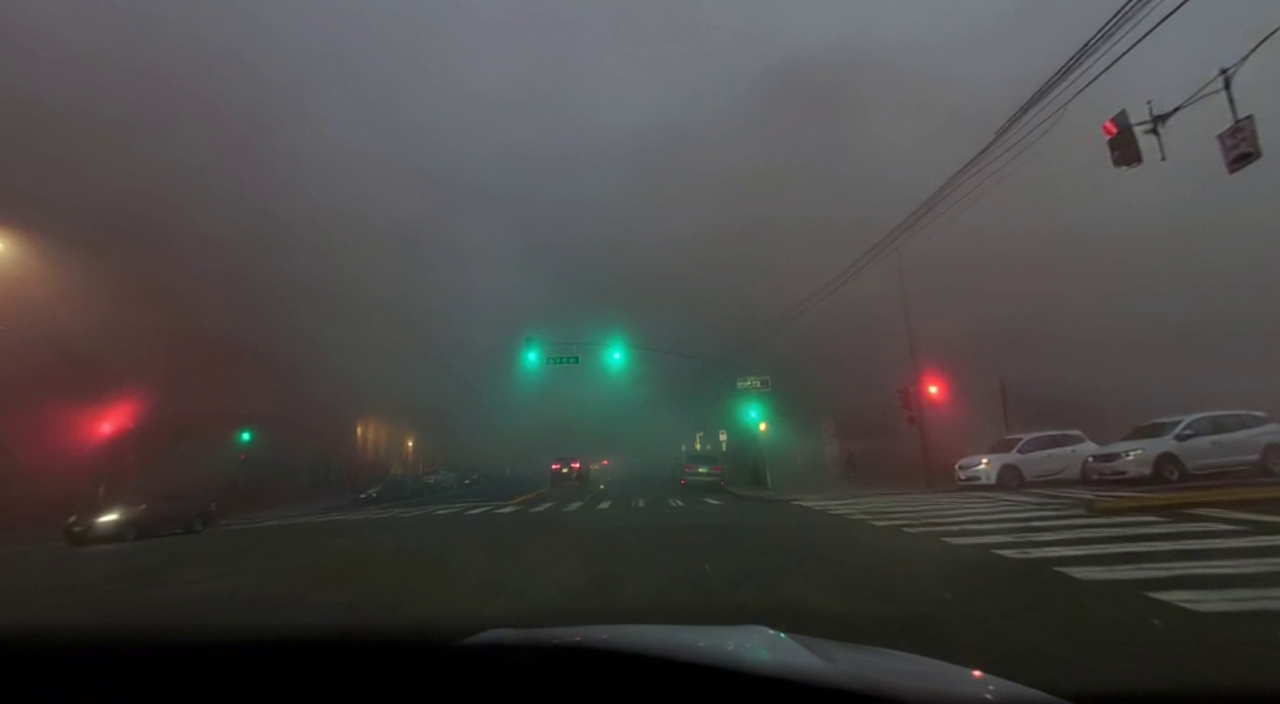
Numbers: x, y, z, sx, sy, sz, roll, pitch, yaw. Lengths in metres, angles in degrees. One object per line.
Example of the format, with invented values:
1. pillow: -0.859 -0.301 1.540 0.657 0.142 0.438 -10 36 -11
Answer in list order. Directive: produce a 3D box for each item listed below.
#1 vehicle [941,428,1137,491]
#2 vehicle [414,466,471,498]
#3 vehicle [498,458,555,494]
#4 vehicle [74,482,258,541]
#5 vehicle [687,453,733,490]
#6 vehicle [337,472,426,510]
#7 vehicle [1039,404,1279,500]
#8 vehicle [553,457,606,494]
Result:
1. vehicle: 11.340 3.089 18.185 4.288 1.689 1.909 0 -8 2
2. vehicle: -11.697 7.712 37.613 1.933 1.628 3.973 -1 -8 3
3. vehicle: -5.588 6.141 31.529 1.942 1.559 4.298 0 -8 2
4. vehicle: -15.927 5.322 21.524 1.999 1.466 4.535 -4 -9 22
5. vehicle: 3.631 6.292 33.574 1.924 1.765 3.954 0 -8 -1
6. vehicle: -12.108 6.529 29.931 1.934 1.434 4.636 -1 -8 5
7. vehicle: 12.812 2.323 14.981 5.004 1.771 2.159 -5 -8 2
8. vehicle: -2.718 5.649 29.167 1.973 1.496 3.713 0 -8 2
